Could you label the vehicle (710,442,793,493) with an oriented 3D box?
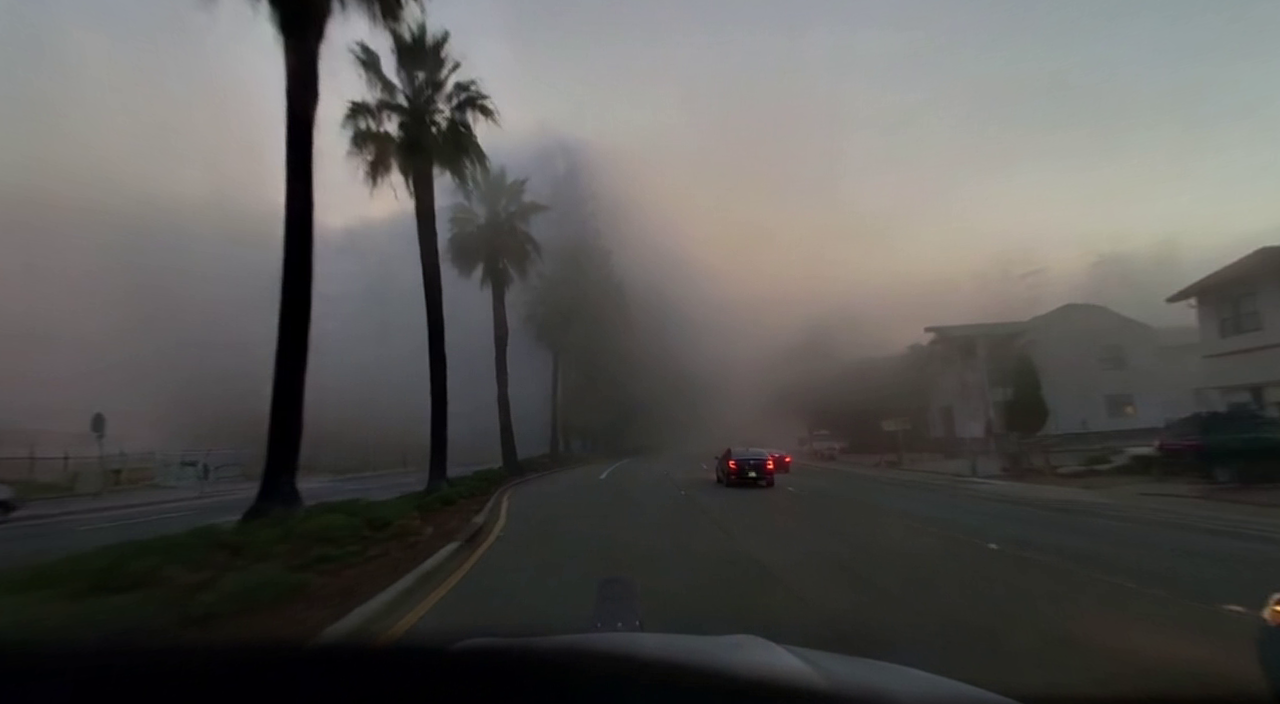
[{"bbox_3d":[3.587,3.804,21.140,1.989,1.492,4.689,0,-9,1],"label":"vehicle"}]
